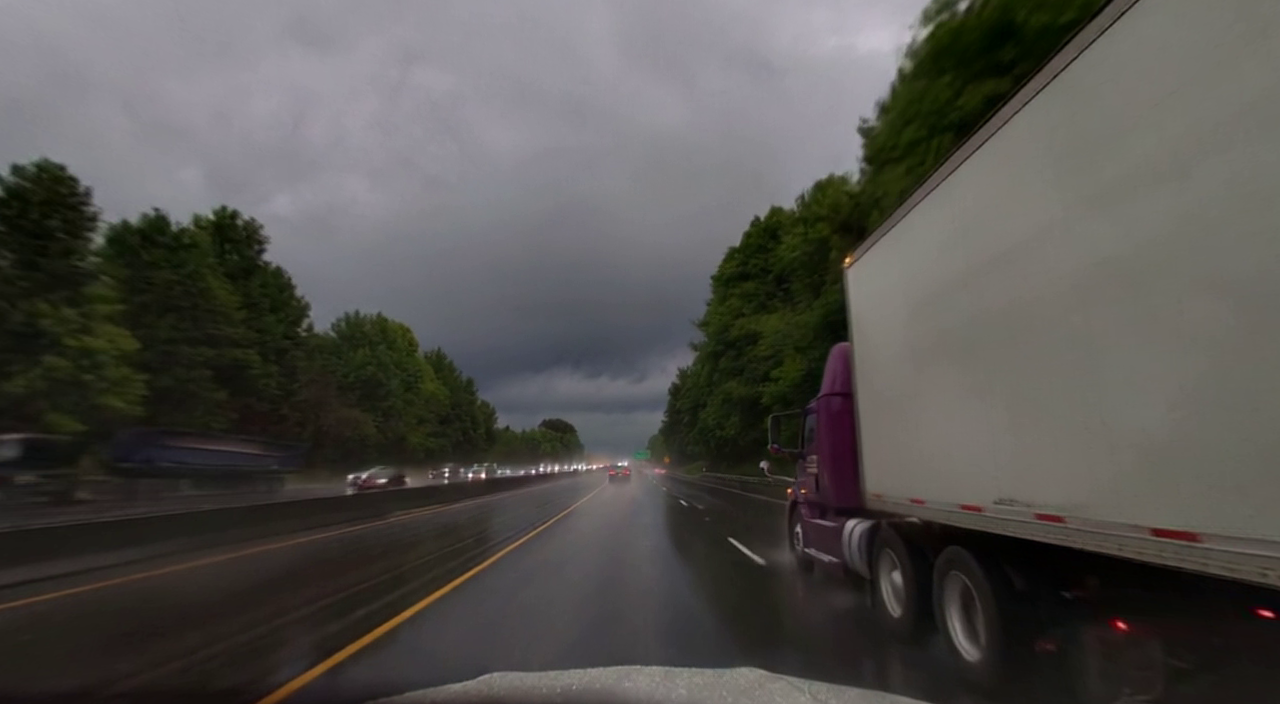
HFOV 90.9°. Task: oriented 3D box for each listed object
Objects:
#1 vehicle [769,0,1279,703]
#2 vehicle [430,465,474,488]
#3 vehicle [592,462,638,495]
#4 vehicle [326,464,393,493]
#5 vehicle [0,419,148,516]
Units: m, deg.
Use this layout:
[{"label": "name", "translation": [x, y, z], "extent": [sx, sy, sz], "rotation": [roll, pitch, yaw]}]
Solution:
[{"label": "vehicle", "translation": [3.605, 0.174, 5.194], "extent": [3.019, 4.226, 9.221], "rotation": [1, -10, 0]}, {"label": "vehicle", "translation": [-12.845, 8.534, 43.260], "extent": [1.819, 1.472, 4.085], "rotation": [1, -10, -1]}, {"label": "vehicle", "translation": [-1.133, 5.987, 29.932], "extent": [2.032, 1.407, 3.641], "rotation": [1, -10, 0]}, {"label": "vehicle", "translation": [-16.809, 7.608, 38.014], "extent": [2.036, 1.583, 4.433], "rotation": [1, -10, -1]}, {"label": "vehicle", "translation": [-20.974, 3.910, 21.363], "extent": [2.805, 2.910, 7.007], "rotation": [1, -10, -1]}]
